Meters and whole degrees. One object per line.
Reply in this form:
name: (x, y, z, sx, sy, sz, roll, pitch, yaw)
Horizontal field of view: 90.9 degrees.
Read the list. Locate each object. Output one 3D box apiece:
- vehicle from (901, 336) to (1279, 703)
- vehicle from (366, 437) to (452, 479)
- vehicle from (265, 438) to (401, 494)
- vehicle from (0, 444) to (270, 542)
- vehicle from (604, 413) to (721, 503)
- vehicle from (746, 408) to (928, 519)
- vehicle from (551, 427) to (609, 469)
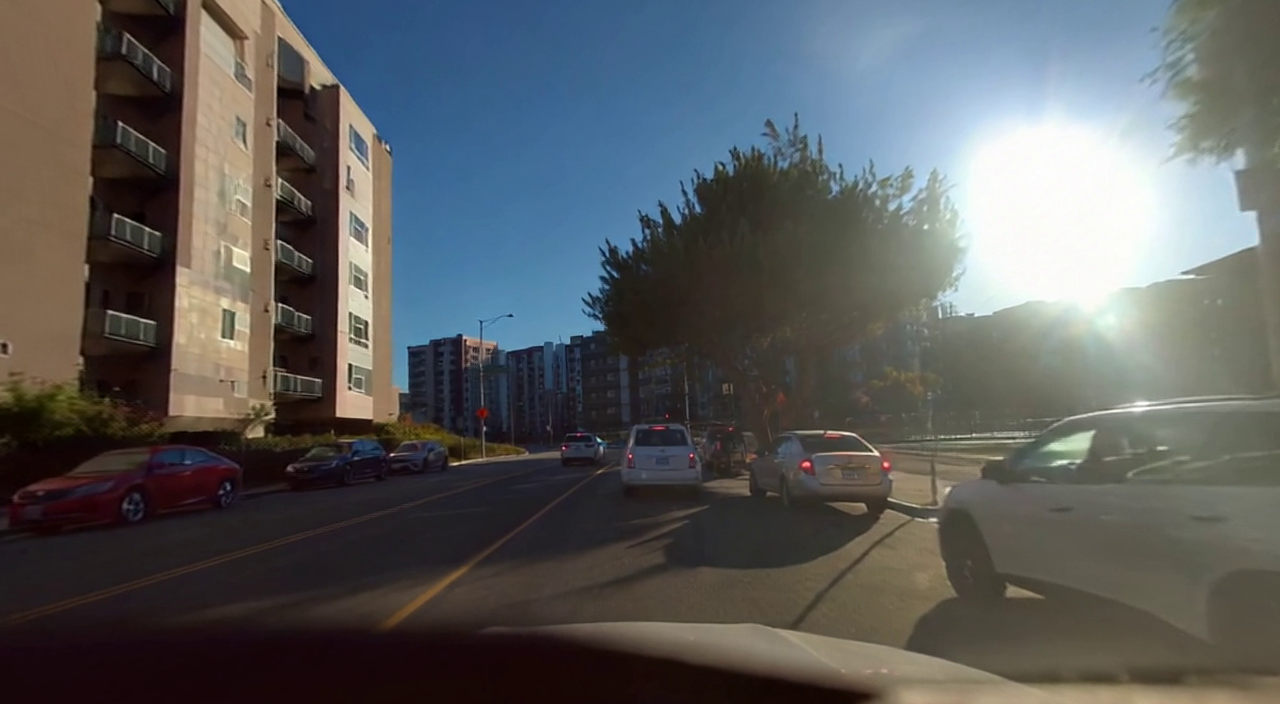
vehicle: (3.635, 0.977, 3.758, 2.076, 1.722, 4.721, 0, -8, -1)
vehicle: (-9.289, 4.282, 25.745, 1.955, 1.555, 4.424, 0, -8, -2)
vehicle: (-9.391, 3.492, 19.761, 2.002, 1.546, 4.339, 0, -8, 1)
vehicle: (-9.265, 2.490, 11.885, 2.021, 1.474, 4.337, 0, -8, -2)
vehicle: (0.463, 2.368, 14.371, 2.261, 1.740, 4.065, 0, -8, 1)
vehicle: (3.654, 2.181, 12.801, 2.158, 1.828, 4.573, 0, -8, 0)
vehicle: (-2.663, 4.393, 28.897, 2.219, 1.746, 4.197, 0, -8, 0)
